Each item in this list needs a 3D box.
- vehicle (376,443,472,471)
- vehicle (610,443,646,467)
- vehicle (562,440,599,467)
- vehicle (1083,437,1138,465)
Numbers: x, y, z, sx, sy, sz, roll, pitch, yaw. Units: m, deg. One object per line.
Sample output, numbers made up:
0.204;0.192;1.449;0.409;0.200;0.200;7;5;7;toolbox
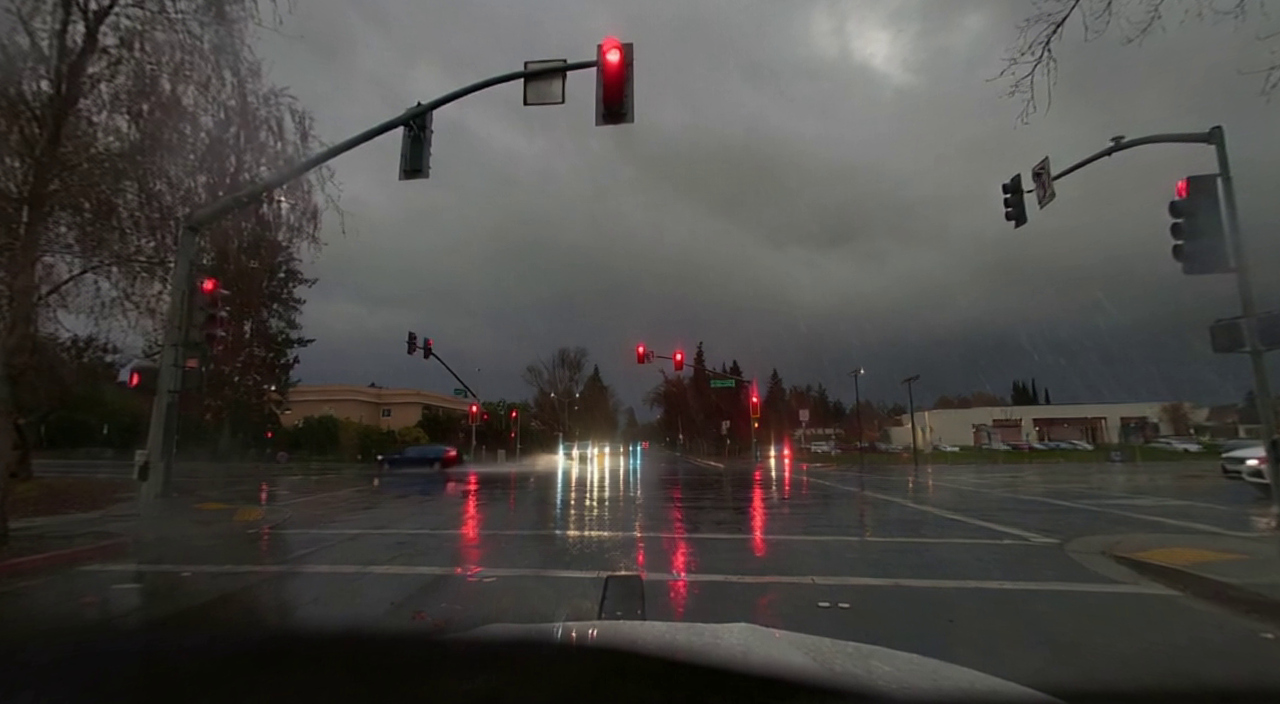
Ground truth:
-11.763;5.717;34.454;4.628;1.414;1.897;-3;-9;16;vehicle
-0.865;6.827;41.985;2.056;1.492;3.937;1;-9;-6;vehicle
-4.120;7.101;44.276;2.251;1.756;4.610;0;-9;-2;vehicle
26.958;5.658;36.147;2.092;1.474;4.046;-8;-11;40;vehicle
